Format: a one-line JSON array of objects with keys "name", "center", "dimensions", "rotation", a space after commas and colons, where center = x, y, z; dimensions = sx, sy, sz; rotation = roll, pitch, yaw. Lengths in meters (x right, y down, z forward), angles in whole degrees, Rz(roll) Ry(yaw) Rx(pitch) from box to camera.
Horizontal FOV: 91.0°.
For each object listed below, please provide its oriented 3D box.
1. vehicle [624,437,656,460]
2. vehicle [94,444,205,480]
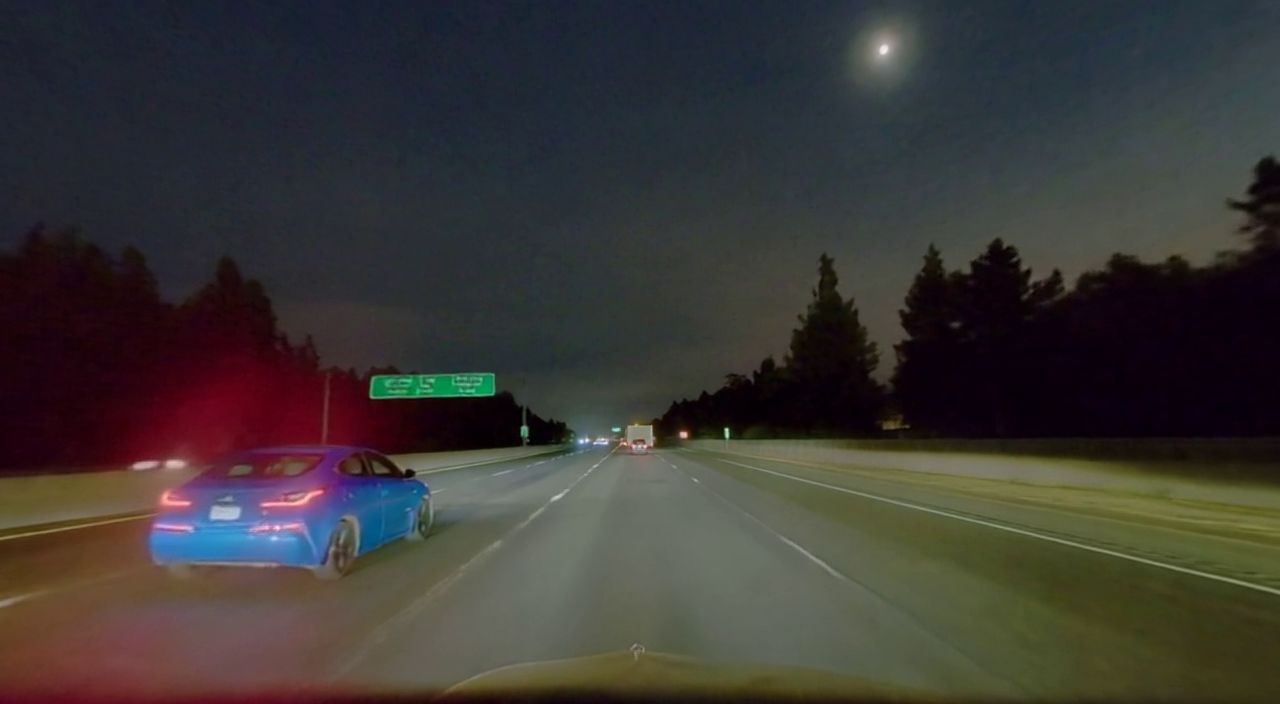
[{"name": "vehicle", "center": [-0.053, 6.480, 42.516], "dimensions": [2.028, 1.440, 3.690], "rotation": [0, -8, -2]}, {"name": "vehicle", "center": [-22.494, 5.009, 29.089], "dimensions": [1.836, 1.475, 4.187], "rotation": [0, -8, -1]}]
